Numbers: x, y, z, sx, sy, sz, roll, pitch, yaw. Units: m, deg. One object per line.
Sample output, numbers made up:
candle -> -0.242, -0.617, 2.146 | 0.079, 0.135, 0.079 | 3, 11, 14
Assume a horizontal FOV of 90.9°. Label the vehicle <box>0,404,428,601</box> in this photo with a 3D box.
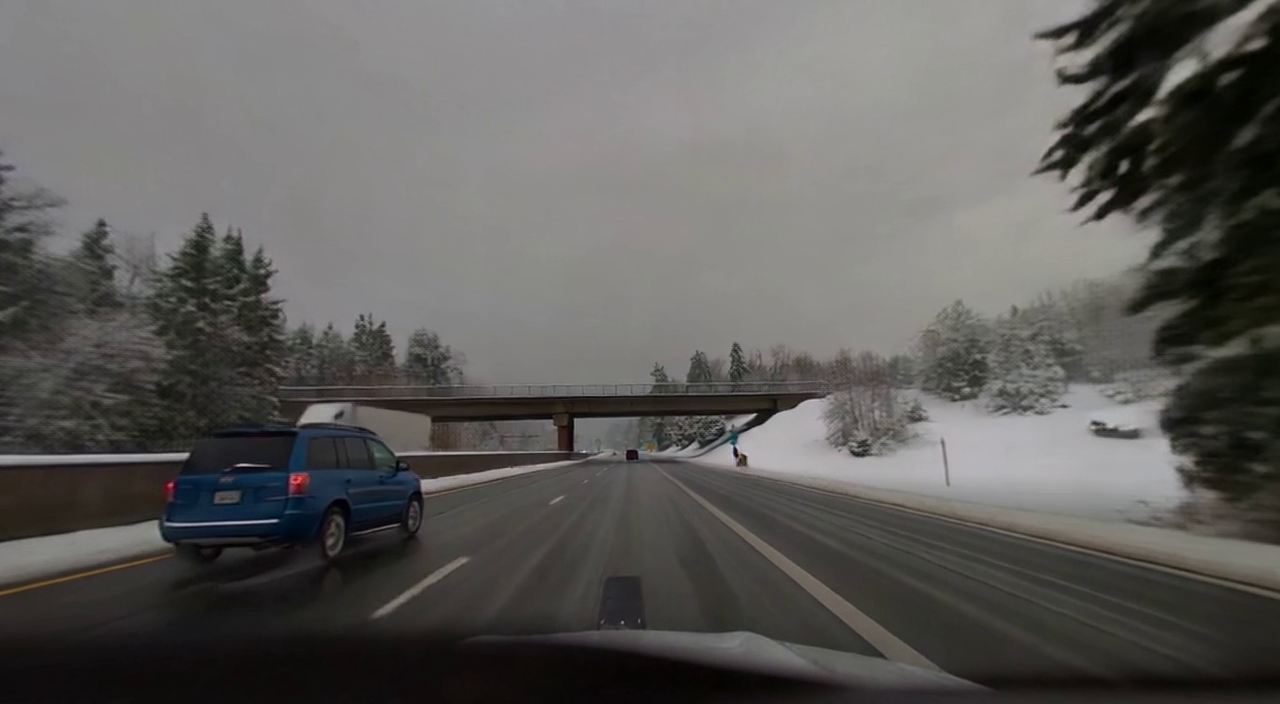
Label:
vehicle -> -4.648, 1.708, 8.066 | 2.221, 1.750, 4.706 | 0, -9, 0
